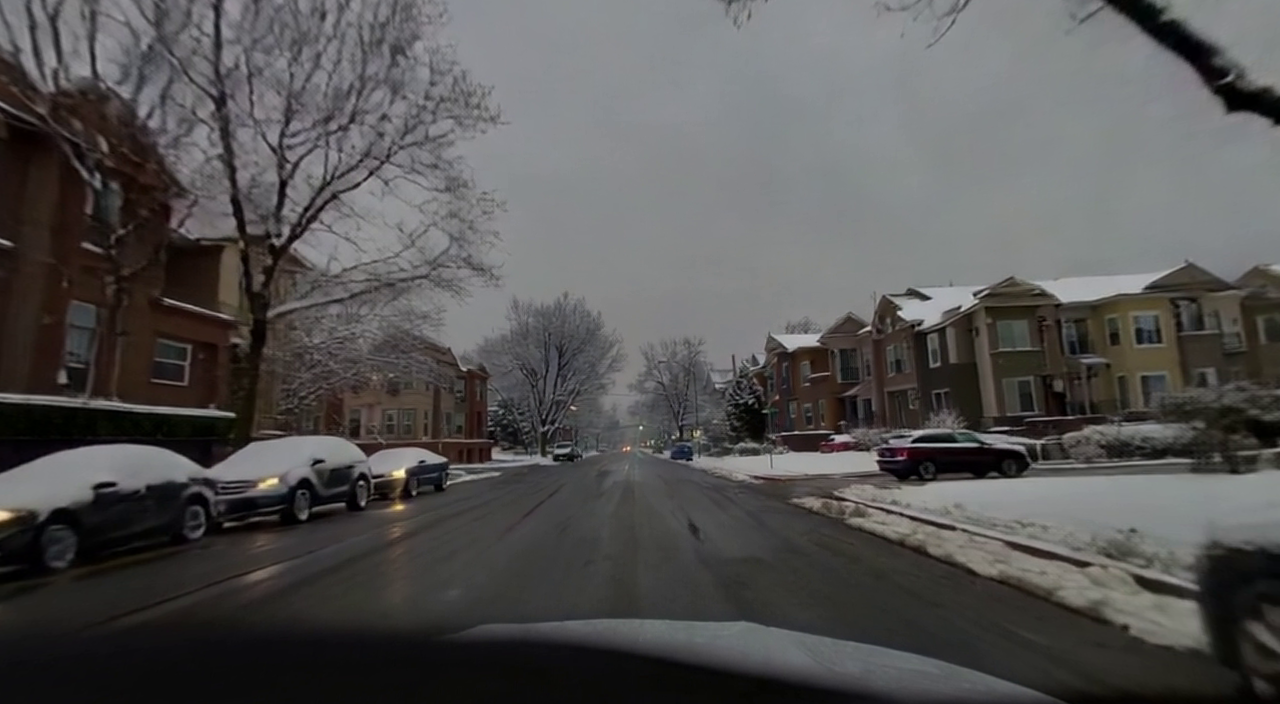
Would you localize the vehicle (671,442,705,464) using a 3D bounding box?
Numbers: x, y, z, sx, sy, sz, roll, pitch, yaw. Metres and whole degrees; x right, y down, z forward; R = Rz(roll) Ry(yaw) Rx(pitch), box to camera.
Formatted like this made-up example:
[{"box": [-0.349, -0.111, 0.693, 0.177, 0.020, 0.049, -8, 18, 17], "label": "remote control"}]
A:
[{"box": [3.444, 7.306, 45.584, 1.956, 1.468, 4.698, 0, -9, -2], "label": "vehicle"}]

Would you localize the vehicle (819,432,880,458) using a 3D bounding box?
[{"box": [13.158, 5.902, 39.932, 2.068, 1.522, 4.810, 0, -9, -2], "label": "vehicle"}]

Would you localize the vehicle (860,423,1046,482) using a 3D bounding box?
[{"box": [9.701, 3.147, 19.871, 4.726, 1.731, 2.075, -1, -9, 4], "label": "vehicle"}]

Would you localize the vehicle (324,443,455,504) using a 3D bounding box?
[{"box": [-7.193, 3.522, 18.707, 1.912, 1.466, 4.754, -2, -9, 1], "label": "vehicle"}]

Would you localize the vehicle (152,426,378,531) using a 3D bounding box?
[{"box": [-7.486, 2.587, 13.254, 2.136, 1.758, 4.297, -2, -9, -1], "label": "vehicle"}]

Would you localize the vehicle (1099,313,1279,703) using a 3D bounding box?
[{"box": [4.094, 0.591, 1.466, 2.216, 1.955, 4.970, 0, -9, 0], "label": "vehicle"}]

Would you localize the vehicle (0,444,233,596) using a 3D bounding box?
[{"box": [-7.429, 1.966, 8.184, 1.845, 1.510, 3.729, 0, -9, -3], "label": "vehicle"}]
